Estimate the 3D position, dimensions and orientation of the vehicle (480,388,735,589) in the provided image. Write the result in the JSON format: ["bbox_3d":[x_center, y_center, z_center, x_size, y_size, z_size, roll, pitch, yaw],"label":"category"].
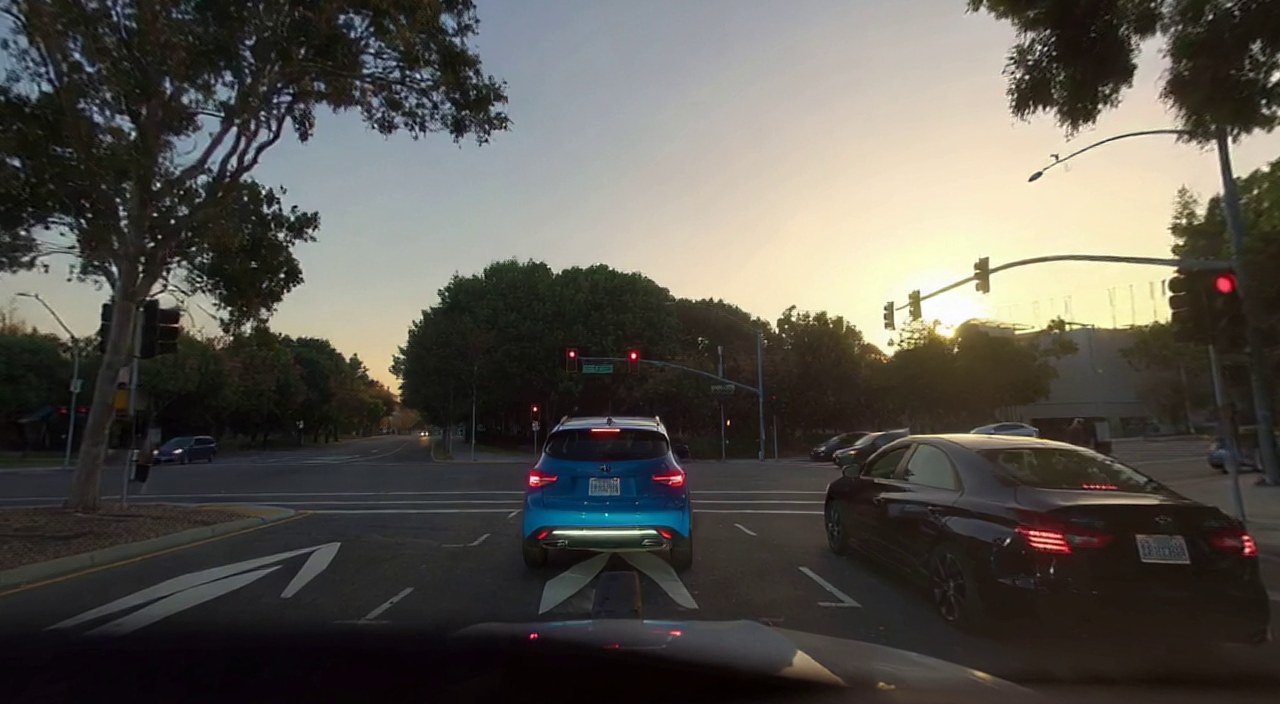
[{"bbox_3d":[-0.343,1.522,7.783,2.247,1.760,4.231,0,-9,-2],"label":"vehicle"}]

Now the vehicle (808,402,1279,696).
[{"bbox_3d":[3.164,1.400,5.762,1.932,1.562,4.629,0,-9,-1],"label":"vehicle"}]
